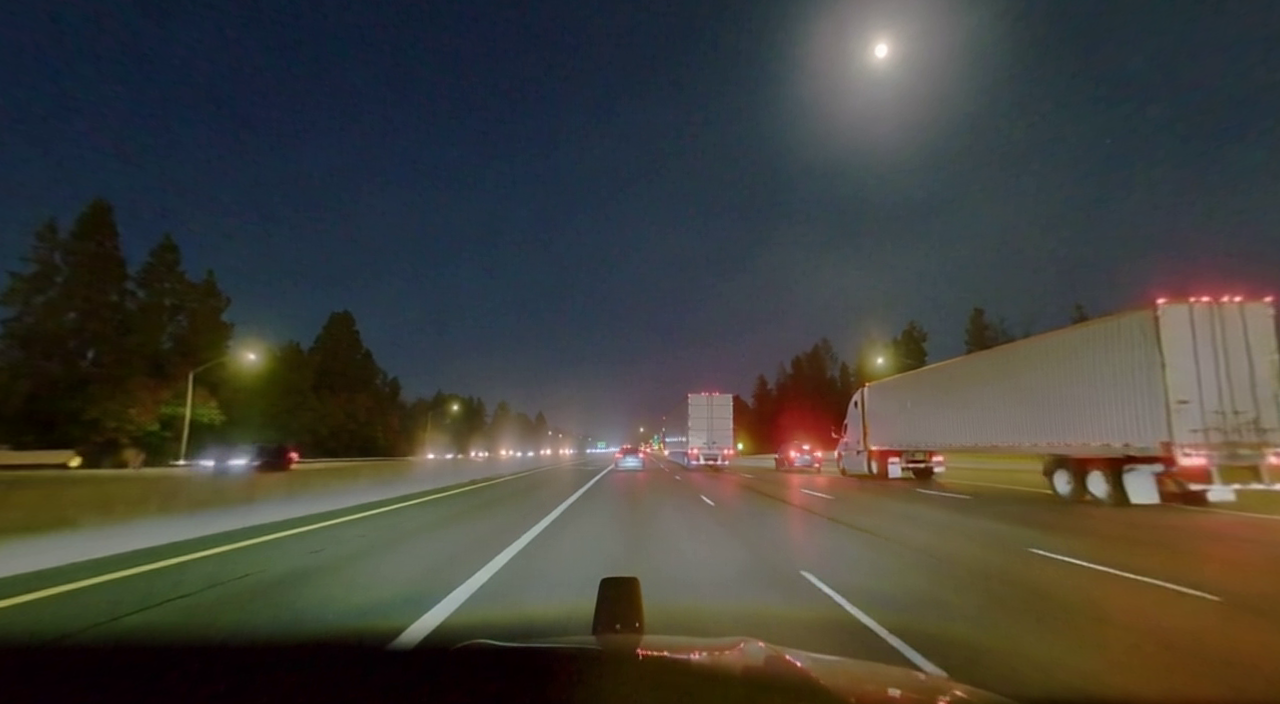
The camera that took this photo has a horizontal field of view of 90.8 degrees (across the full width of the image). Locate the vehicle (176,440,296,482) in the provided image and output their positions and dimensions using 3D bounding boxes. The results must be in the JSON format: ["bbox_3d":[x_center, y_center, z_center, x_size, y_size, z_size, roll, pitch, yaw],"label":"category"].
[{"bbox_3d":[-16.650,4.497,26.368,1.963,1.575,4.544,0,-9,0],"label":"vehicle"}]

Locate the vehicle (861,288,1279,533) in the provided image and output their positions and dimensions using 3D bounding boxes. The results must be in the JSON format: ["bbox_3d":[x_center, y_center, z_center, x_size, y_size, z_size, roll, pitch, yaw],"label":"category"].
[{"bbox_3d":[11.361,2.248,19.313,2.898,4.171,17.188,0,-9,0],"label":"vehicle"}]

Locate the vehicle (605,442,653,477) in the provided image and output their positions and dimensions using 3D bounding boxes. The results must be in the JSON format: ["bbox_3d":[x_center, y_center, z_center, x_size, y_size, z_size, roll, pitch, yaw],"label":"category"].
[{"bbox_3d":[-0.524,5.181,30.617,2.163,1.551,4.180,0,-9,-1],"label":"vehicle"}]

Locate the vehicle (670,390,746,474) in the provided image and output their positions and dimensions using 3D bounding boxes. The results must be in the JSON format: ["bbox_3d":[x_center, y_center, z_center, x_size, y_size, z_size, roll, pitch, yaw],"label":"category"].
[{"bbox_3d":[3.604,4.736,36.382,2.999,4.127,10.526,0,-9,-1],"label":"vehicle"}]

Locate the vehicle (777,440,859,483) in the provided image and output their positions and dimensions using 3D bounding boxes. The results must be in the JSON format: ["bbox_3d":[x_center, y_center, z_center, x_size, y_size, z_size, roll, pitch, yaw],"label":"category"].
[{"bbox_3d":[7.417,4.599,26.808,2.154,1.658,4.347,0,-9,-1],"label":"vehicle"}]
